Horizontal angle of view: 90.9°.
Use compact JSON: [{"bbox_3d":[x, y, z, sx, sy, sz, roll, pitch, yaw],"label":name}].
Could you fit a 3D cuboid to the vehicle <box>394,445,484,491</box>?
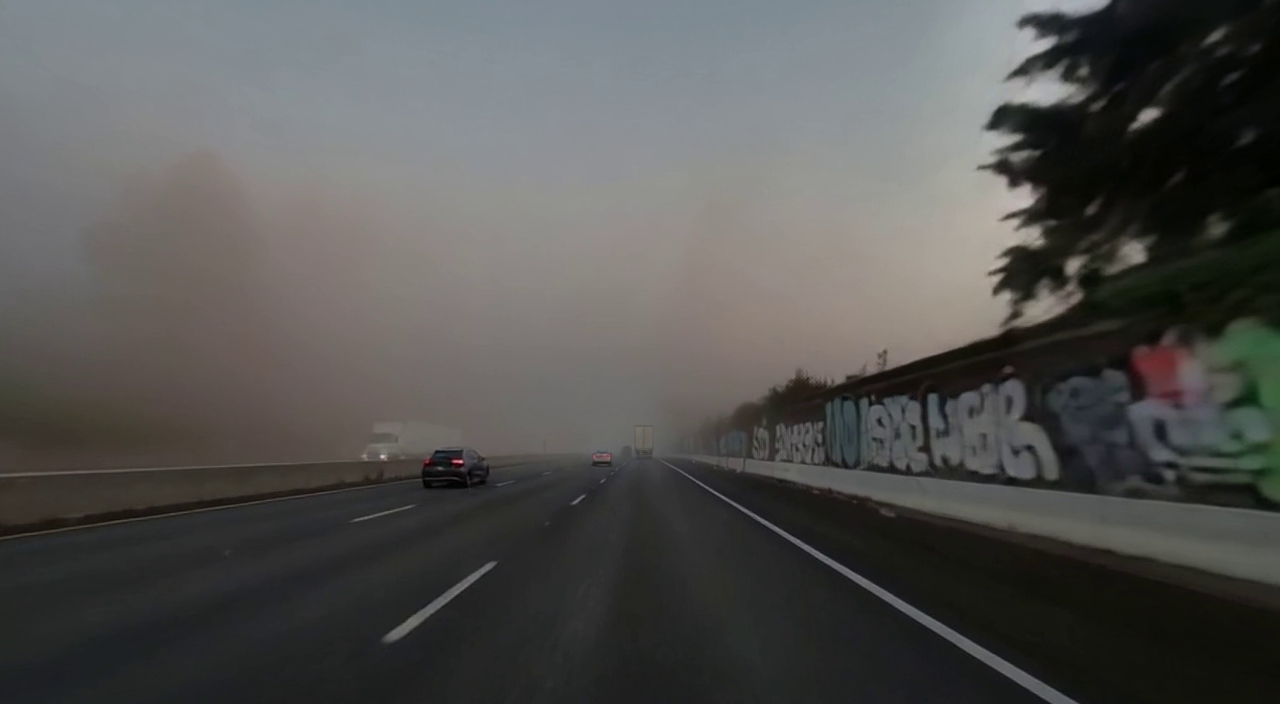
[{"bbox_3d":[-6.724,3.889,21.393,2.027,1.431,3.033,0,-9,0],"label":"vehicle"}]
